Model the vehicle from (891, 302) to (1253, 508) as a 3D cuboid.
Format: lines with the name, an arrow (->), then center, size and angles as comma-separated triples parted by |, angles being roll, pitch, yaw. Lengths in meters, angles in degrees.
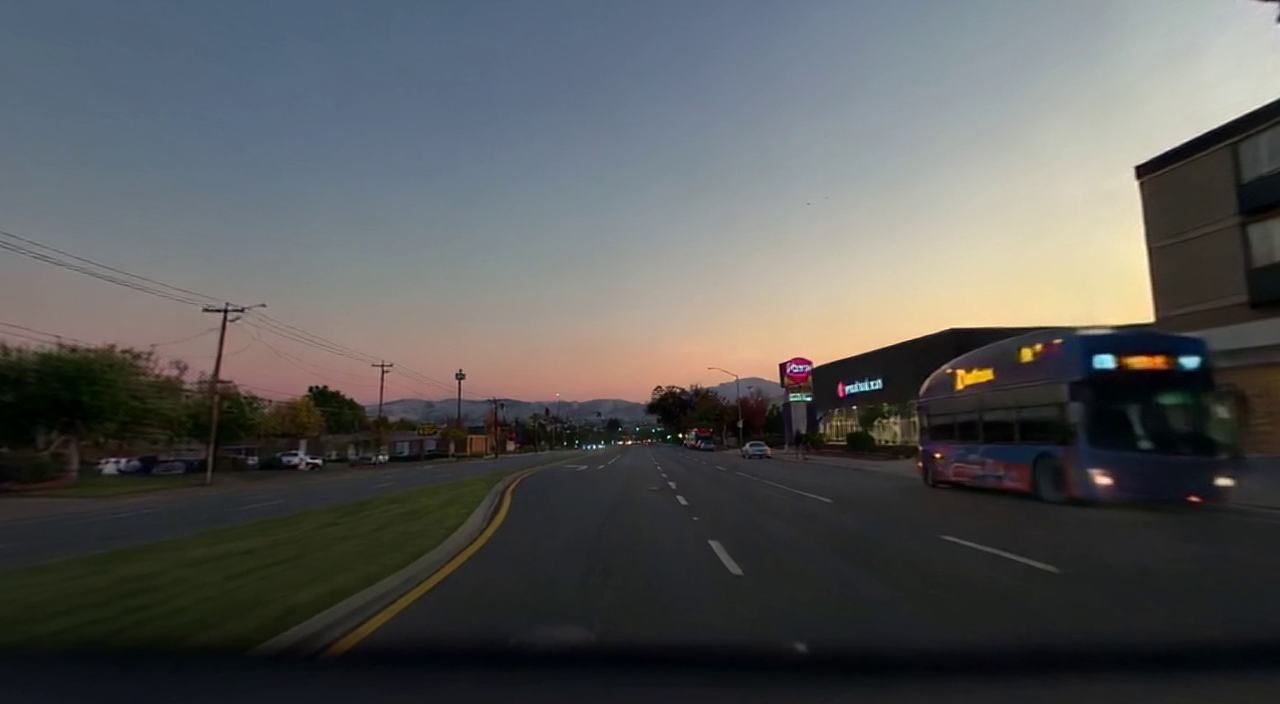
vehicle -> 9.784, 1.580, 16.168 | 3.017, 3.888, 8.508 | 0, -8, -1
